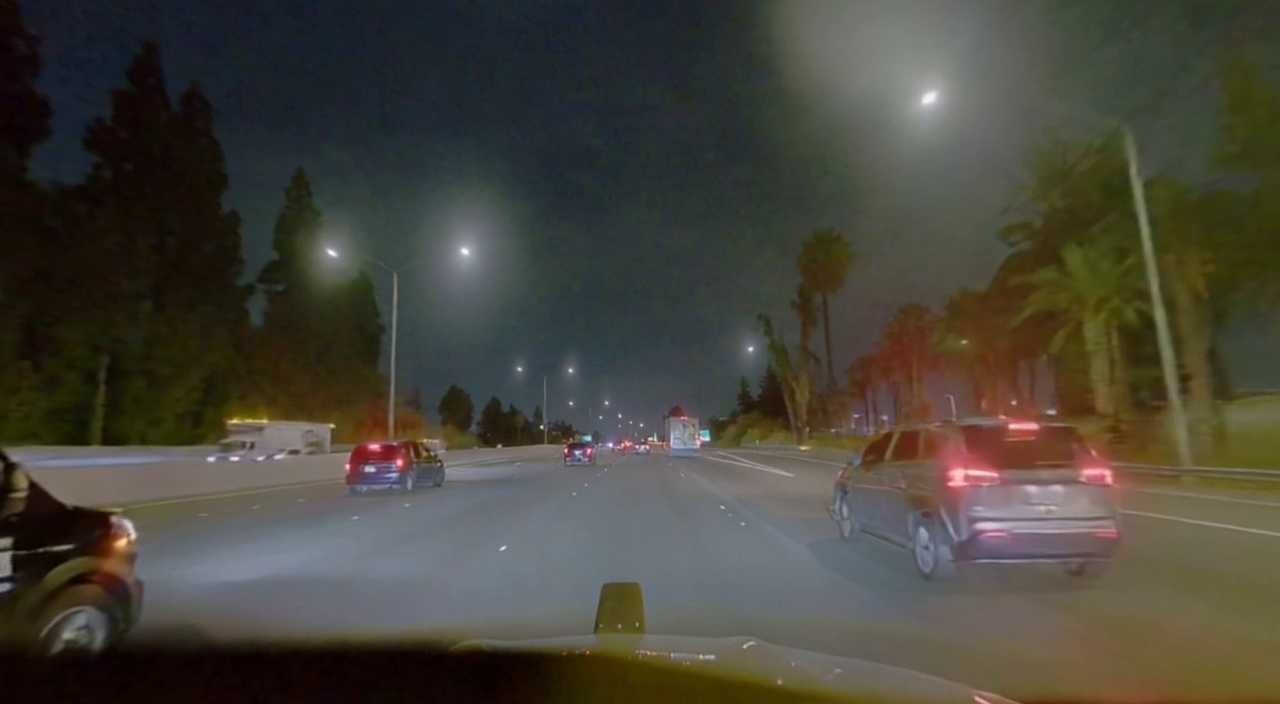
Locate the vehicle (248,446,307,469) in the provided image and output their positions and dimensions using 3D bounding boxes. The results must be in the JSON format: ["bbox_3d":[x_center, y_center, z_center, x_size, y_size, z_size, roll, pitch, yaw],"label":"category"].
[{"bbox_3d":[-24.539,7.126,42.770,1.701,1.502,3.768,0,-9,1],"label":"vehicle"}]

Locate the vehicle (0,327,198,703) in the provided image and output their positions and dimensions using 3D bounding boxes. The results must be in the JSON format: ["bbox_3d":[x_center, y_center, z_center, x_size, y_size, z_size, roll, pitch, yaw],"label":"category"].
[{"bbox_3d":[-4.095,0.600,1.468,2.215,1.859,5.375,0,-9,0],"label":"vehicle"}]

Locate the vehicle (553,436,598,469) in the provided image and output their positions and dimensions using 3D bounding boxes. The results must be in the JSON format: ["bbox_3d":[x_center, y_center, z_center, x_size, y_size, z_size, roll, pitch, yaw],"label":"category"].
[{"bbox_3d":[-3.509,5.569,35.089,2.017,1.683,4.094,0,-9,0],"label":"vehicle"}]

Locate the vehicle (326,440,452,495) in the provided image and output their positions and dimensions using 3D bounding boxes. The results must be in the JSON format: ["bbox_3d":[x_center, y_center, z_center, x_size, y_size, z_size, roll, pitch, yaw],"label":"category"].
[{"bbox_3d":[-7.534,3.496,19.480,2.050,1.487,4.372,0,-9,1],"label":"vehicle"}]

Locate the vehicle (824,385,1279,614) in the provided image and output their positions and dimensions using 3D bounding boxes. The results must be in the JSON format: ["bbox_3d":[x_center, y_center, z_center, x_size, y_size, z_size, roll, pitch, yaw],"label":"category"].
[{"bbox_3d":[3.779,1.411,6.921,2.124,1.674,4.494,0,-9,0],"label":"vehicle"}]
